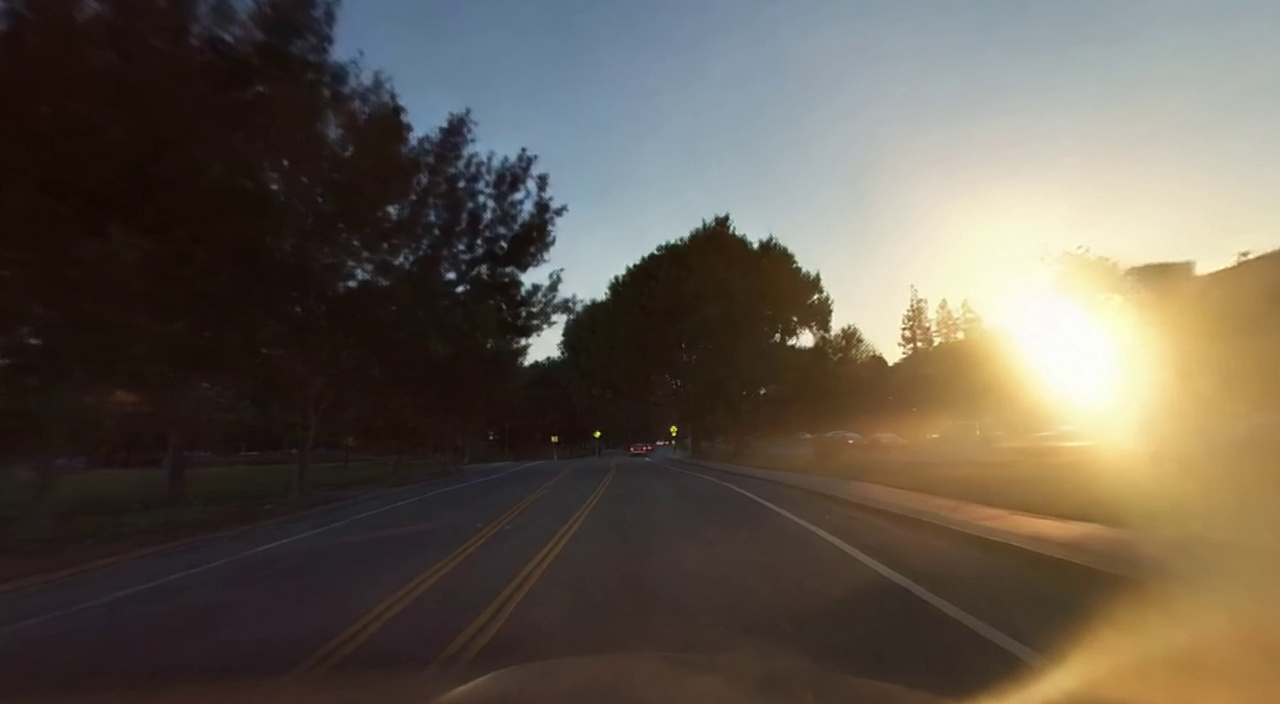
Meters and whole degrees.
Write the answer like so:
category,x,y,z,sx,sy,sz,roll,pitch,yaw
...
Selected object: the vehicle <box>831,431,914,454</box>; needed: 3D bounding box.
category,x,y,z,sx,sy,sz,roll,pitch,yaw
vehicle,15.551,6.083,42.263,4.744,1.476,1.926,1,-9,-4
